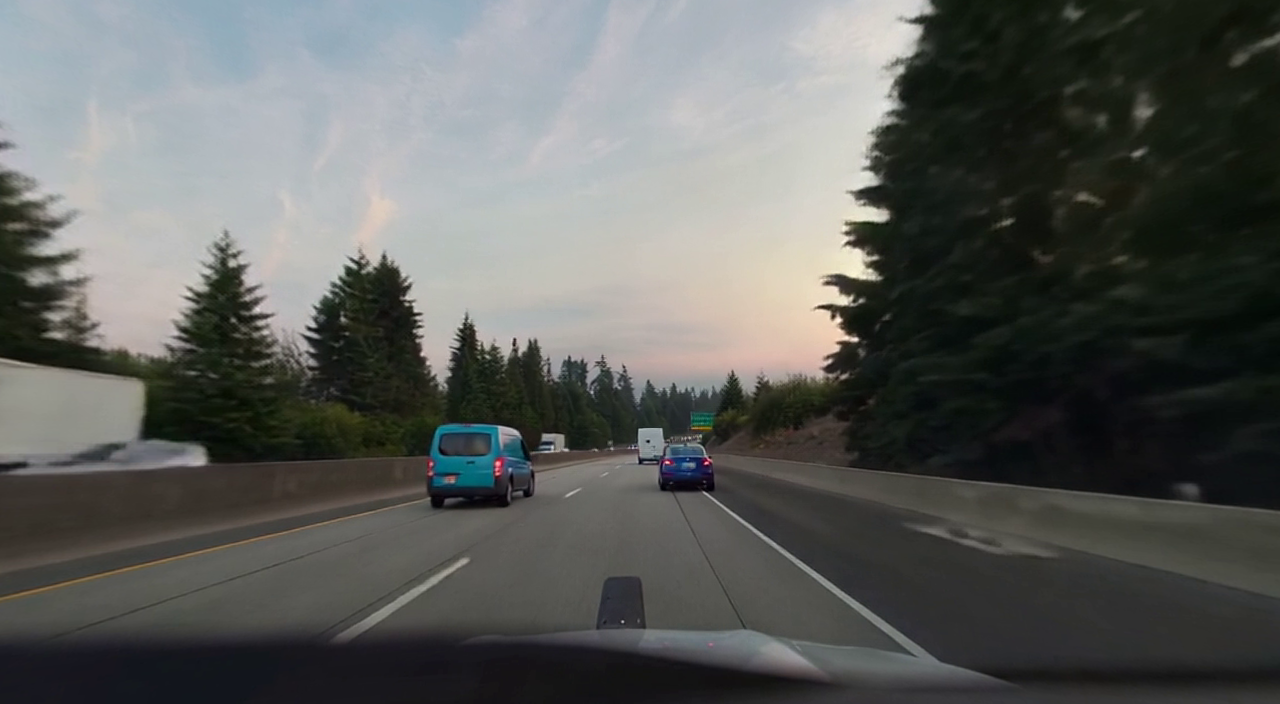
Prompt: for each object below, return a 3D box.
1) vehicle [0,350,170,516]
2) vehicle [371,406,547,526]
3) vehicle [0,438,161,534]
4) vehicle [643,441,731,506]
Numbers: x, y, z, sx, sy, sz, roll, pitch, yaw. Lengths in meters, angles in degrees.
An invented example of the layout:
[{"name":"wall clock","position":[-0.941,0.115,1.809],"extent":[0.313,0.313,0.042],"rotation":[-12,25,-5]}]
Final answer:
[{"name":"vehicle","position":[-17.402,1.681,13.518],"extent":[2.897,4.077,15.052],"rotation":[0,-9,1]},{"name":"vehicle","position":[-3.483,2.343,13.387],"extent":[2.217,2.033,4.975],"rotation":[0,-9,0]},{"name":"vehicle","position":[-12.614,2.661,12.886],"extent":[1.984,1.727,4.551],"rotation":[0,-9,0]},{"name":"vehicle","position":[1.101,3.120,16.559],"extent":[2.012,1.485,3.649],"rotation":[0,-9,0]}]
